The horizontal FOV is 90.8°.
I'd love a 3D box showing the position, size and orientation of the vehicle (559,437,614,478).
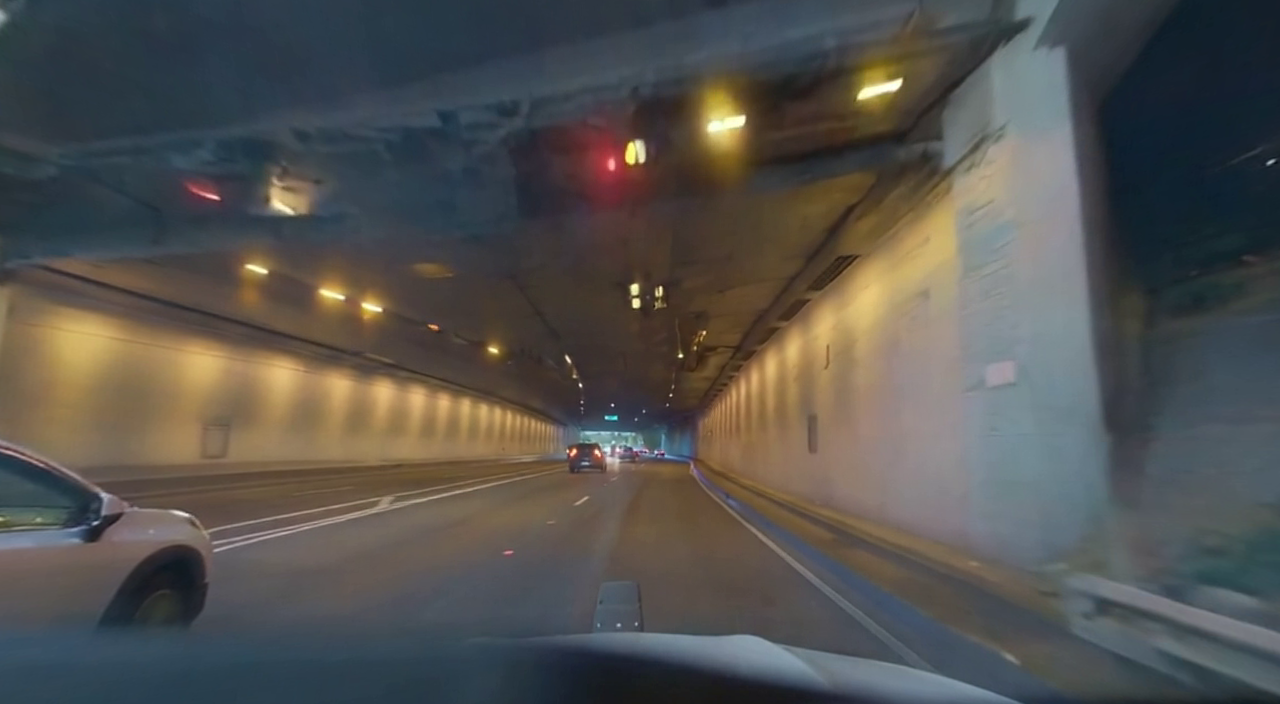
[{"bbox_3d":[-2.434,4.940,29.751,1.961,1.725,4.315,0,-9,3],"label":"vehicle"}]
